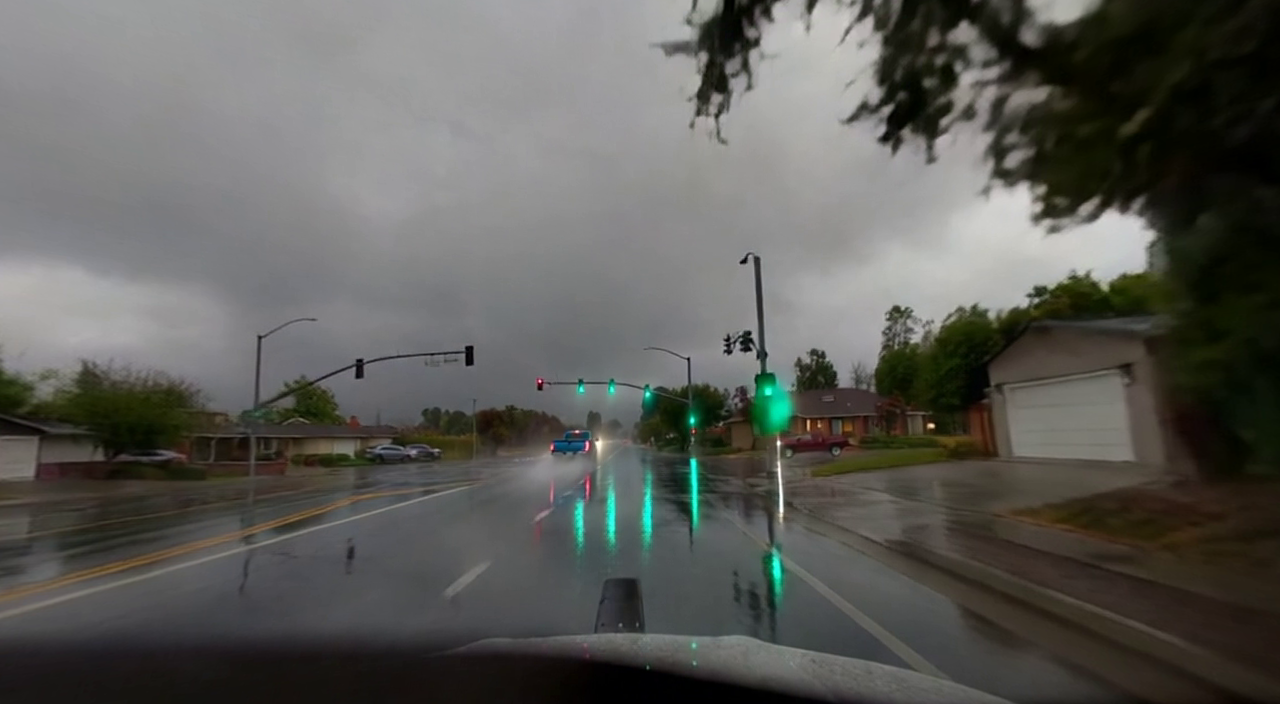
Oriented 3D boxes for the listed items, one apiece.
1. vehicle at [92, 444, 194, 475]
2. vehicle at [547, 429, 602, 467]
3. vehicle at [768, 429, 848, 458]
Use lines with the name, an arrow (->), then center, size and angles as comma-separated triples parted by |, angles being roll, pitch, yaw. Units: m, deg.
vehicle -> -28.973, 6.284, 36.961 | 4.092, 1.624, 1.965 | 0, -11, -12
vehicle -> -3.648, 5.498, 36.296 | 2.508, 2.001, 5.880 | 0, -9, 0
vehicle -> 10.704, 5.861, 40.514 | 4.500, 1.761, 1.975 | 0, -9, 1
